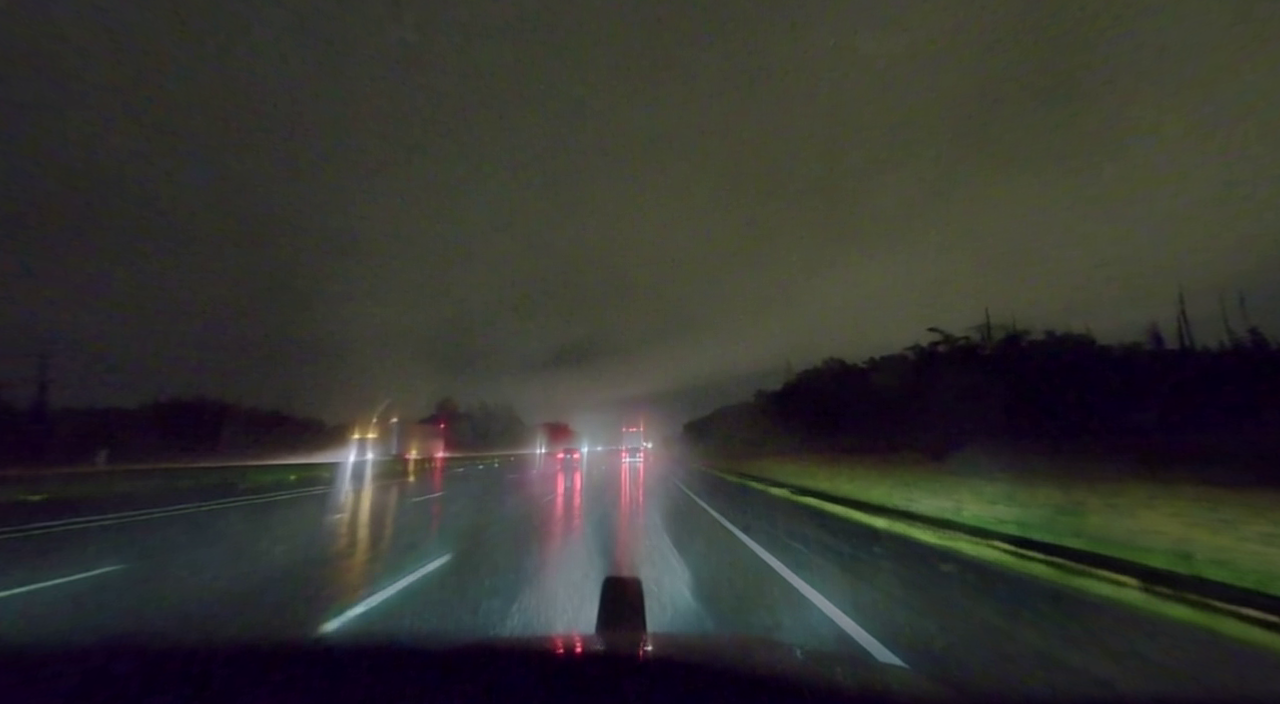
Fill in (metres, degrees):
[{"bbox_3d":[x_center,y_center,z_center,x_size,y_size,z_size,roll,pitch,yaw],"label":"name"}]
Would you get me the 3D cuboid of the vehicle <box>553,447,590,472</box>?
[{"bbox_3d":[-4.657,7.401,43.631,2.108,1.573,5.000,0,-9,-1],"label":"vehicle"}]
